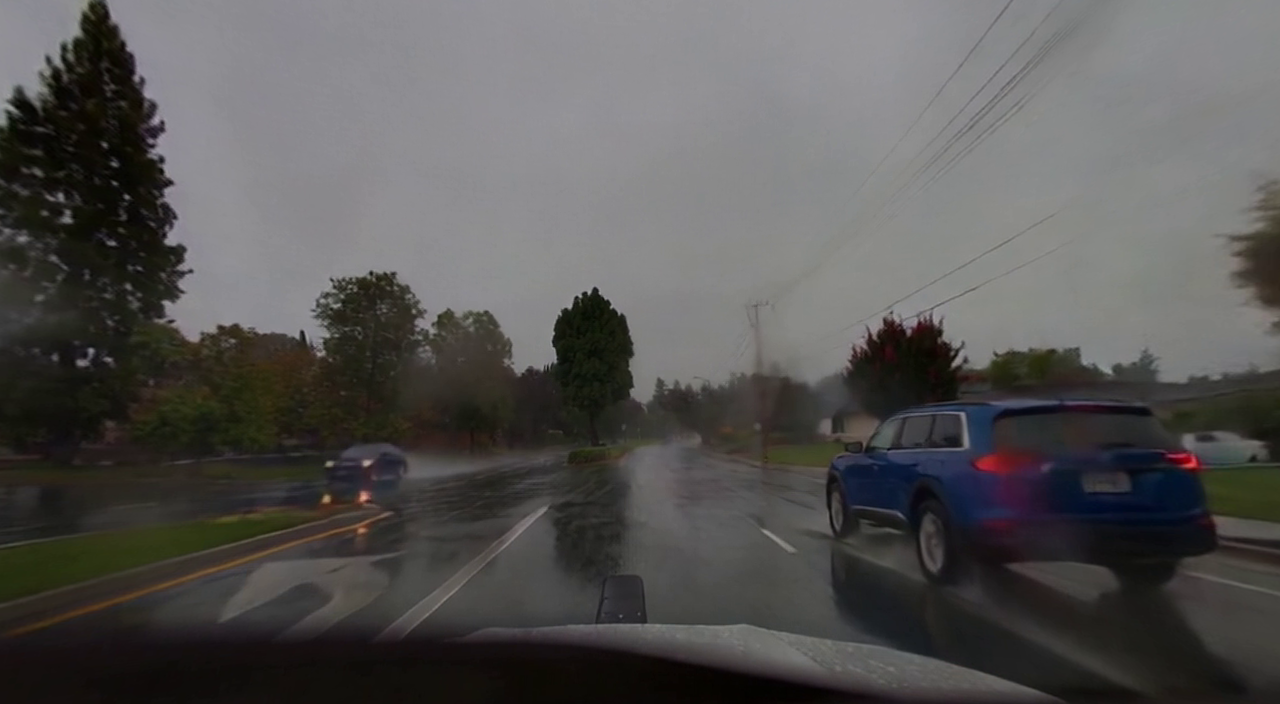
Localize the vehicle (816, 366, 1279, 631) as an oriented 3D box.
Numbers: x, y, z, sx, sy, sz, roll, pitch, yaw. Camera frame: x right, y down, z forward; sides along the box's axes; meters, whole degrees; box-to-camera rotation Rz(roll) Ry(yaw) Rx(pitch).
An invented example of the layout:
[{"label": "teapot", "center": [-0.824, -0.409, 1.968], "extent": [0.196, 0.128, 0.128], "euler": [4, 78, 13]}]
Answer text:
[{"label": "vehicle", "center": [3.671, 1.332, 6.713], "extent": [2.193, 1.777, 4.772], "euler": [0, -9, 0]}]

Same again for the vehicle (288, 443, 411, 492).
[{"label": "vehicle", "center": [-10.021, 3.989, 22.329], "extent": [1.990, 1.521, 4.879], "euler": [0, -9, 1]}]
